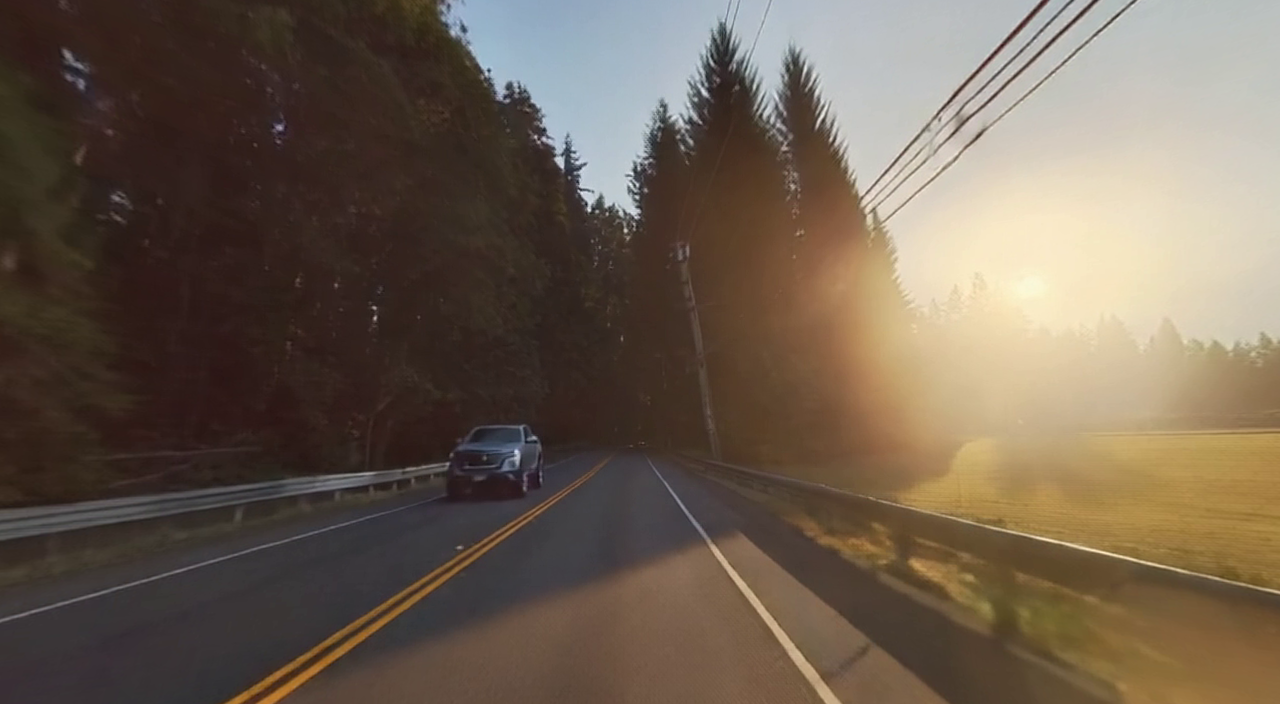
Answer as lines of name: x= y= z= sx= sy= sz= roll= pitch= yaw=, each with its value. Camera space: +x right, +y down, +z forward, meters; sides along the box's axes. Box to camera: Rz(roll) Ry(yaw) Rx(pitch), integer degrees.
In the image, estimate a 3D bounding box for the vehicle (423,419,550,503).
vehicle: x=-3.998 y=2.965 z=17.522 sx=2.331 sy=1.961 sz=4.966 roll=0 pitch=-9 yaw=-1
